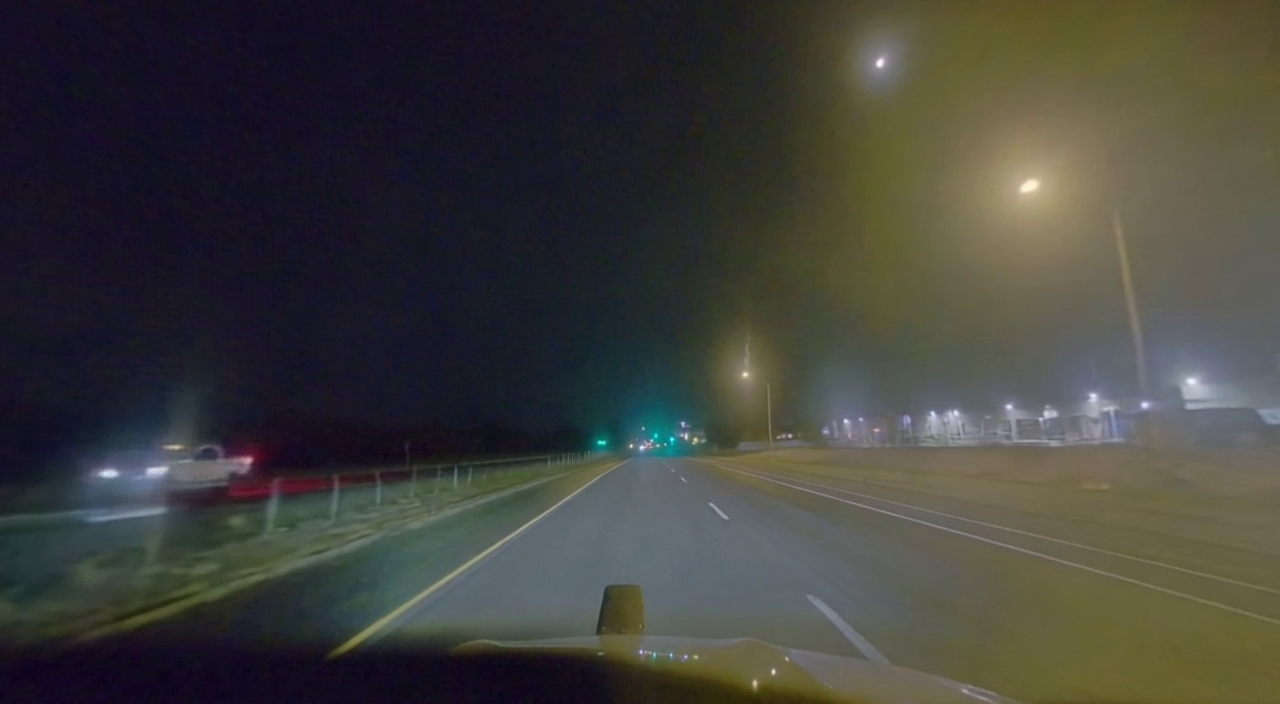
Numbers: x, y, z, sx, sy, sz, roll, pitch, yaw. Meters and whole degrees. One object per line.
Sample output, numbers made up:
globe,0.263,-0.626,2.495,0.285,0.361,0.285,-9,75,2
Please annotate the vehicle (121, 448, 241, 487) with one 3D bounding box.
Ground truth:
vehicle,-21.246,5.340,29.479,1.991,1.618,4.648,-1,-8,1
